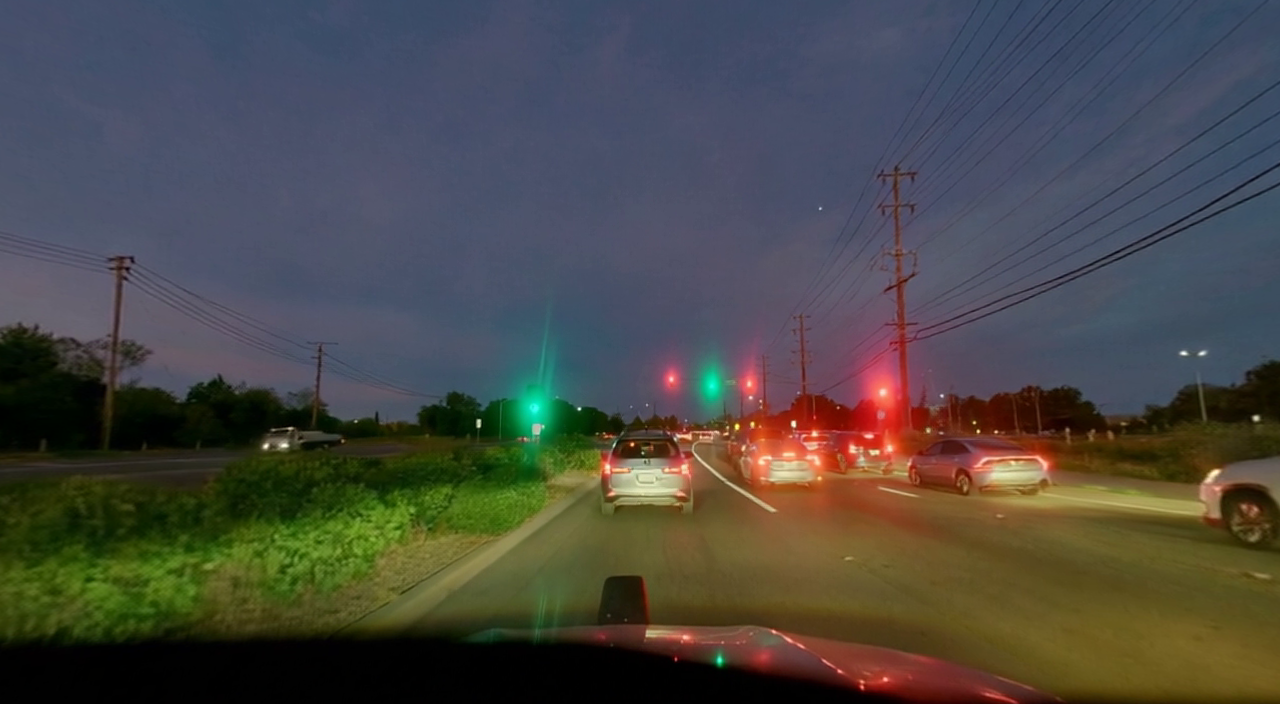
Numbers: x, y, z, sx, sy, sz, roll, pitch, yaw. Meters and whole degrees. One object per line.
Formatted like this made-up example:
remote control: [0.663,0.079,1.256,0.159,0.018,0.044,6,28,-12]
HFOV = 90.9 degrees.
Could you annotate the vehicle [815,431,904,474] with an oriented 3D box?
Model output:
vehicle: [8.703,4.044,25.487,1.966,1.536,4.666,0,-8,1]

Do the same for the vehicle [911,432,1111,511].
vehicle: [8.010,2.603,14.232,1.905,1.483,4.469,-1,-8,2]

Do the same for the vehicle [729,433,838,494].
vehicle: [3.844,3.076,17.775,2.028,1.454,4.531,0,-8,1]

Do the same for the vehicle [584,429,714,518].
vehicle: [0.180,2.397,12.984,2.208,1.498,4.401,0,-8,1]
